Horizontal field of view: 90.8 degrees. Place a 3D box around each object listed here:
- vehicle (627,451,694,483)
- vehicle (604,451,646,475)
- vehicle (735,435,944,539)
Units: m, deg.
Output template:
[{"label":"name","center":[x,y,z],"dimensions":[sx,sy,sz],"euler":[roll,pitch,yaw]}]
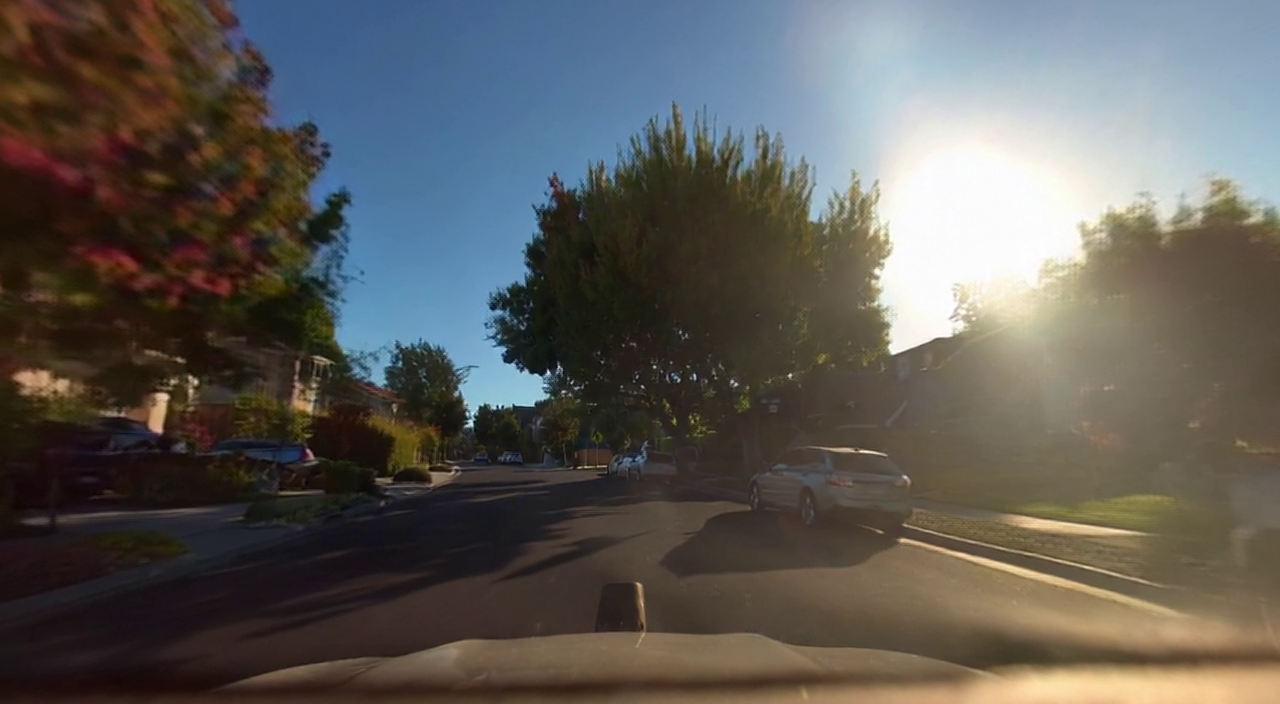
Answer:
[{"label":"vehicle","center":[0.964,5.942,33.064],"dimensions":[2.193,1.504,4.576],"euler":[2,-9,-15]},{"label":"vehicle","center":[-1.092,7.475,42.697],"dimensions":[1.915,1.480,4.591],"euler":[2,-9,-13]},{"label":"vehicle","center":[3.902,2.714,13.562],"dimensions":[2.111,1.771,4.942],"euler":[1,-9,-11]}]
